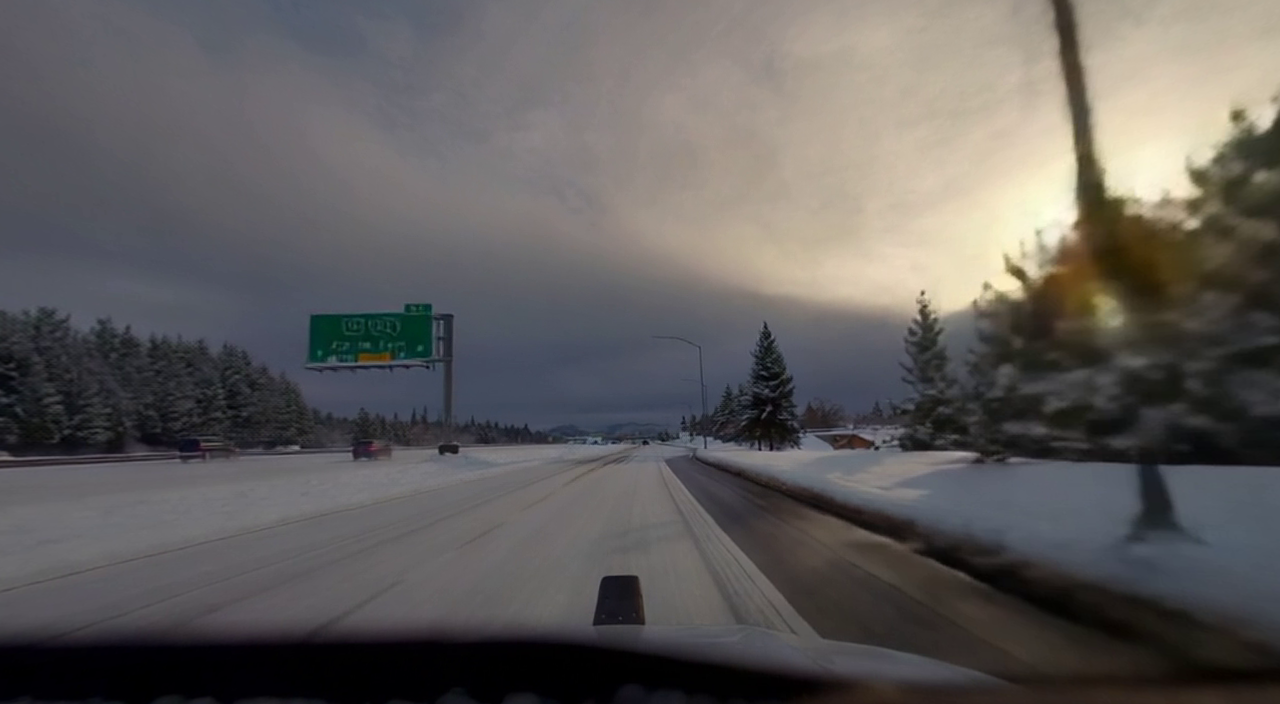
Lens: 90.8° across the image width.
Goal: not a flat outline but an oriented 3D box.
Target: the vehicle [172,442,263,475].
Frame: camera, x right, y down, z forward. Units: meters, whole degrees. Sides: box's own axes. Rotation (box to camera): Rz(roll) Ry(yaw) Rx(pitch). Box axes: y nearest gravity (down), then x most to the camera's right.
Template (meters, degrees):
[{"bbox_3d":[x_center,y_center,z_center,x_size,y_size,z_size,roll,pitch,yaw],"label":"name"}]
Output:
[{"bbox_3d":[-21.162,5.303,31.876,1.829,1.520,4.505,0,-8,-6],"label":"vehicle"}]

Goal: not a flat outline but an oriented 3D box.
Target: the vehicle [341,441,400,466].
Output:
[{"bbox_3d":[-17.375,6.557,40.934,2.271,1.537,4.029,0,-8,-4],"label":"vehicle"}]
